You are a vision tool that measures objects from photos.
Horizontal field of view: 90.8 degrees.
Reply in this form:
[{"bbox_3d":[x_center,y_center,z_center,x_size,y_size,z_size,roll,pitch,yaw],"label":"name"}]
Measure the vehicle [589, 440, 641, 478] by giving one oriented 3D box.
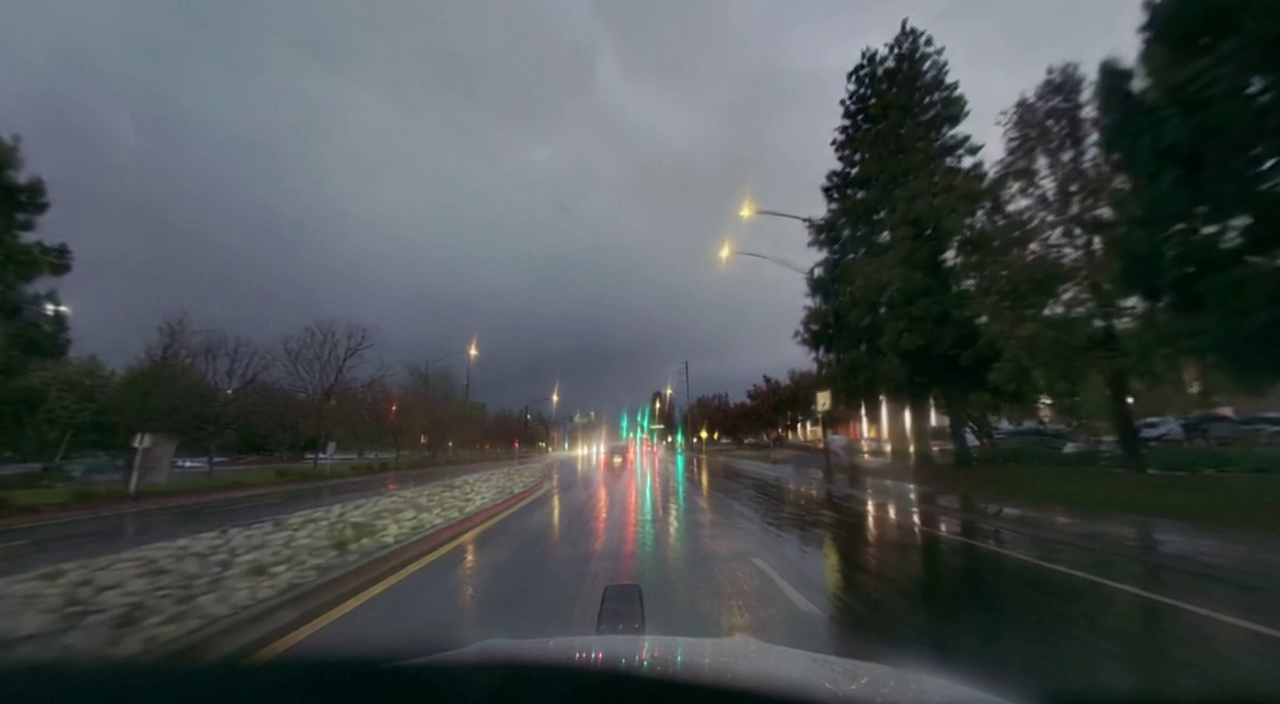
[{"bbox_3d":[-1.051,4.606,27.391,2.075,1.470,3.962,0,-9,-1],"label":"vehicle"}]
